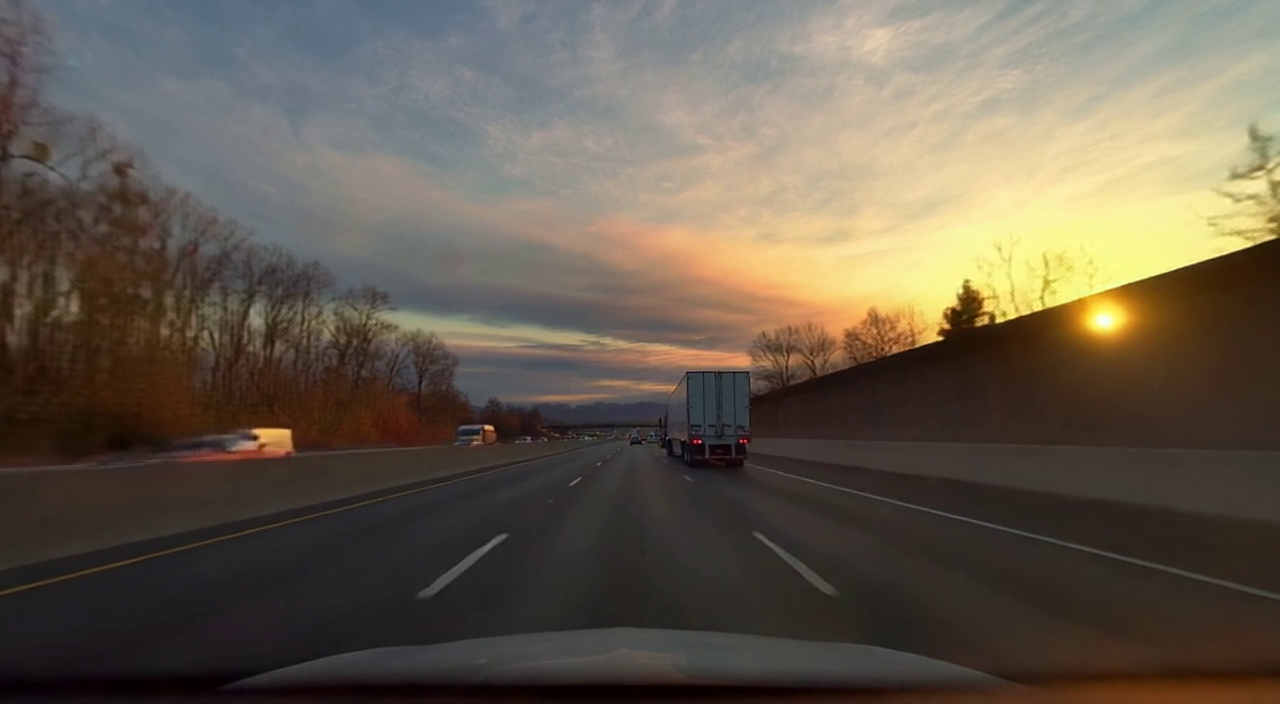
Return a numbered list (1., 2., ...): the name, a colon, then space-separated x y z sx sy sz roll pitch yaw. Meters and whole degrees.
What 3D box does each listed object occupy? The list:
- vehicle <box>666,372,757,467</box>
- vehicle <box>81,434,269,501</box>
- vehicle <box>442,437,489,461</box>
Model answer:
1. vehicle: 3.465 3.970 35.590 2.979 4.161 15.508 1 -7 -2
2. vehicle: -12.175 3.002 16.882 1.838 1.534 4.240 0 -8 -1
3. vehicle: -12.191 6.768 44.196 1.933 1.543 4.960 0 -8 0
